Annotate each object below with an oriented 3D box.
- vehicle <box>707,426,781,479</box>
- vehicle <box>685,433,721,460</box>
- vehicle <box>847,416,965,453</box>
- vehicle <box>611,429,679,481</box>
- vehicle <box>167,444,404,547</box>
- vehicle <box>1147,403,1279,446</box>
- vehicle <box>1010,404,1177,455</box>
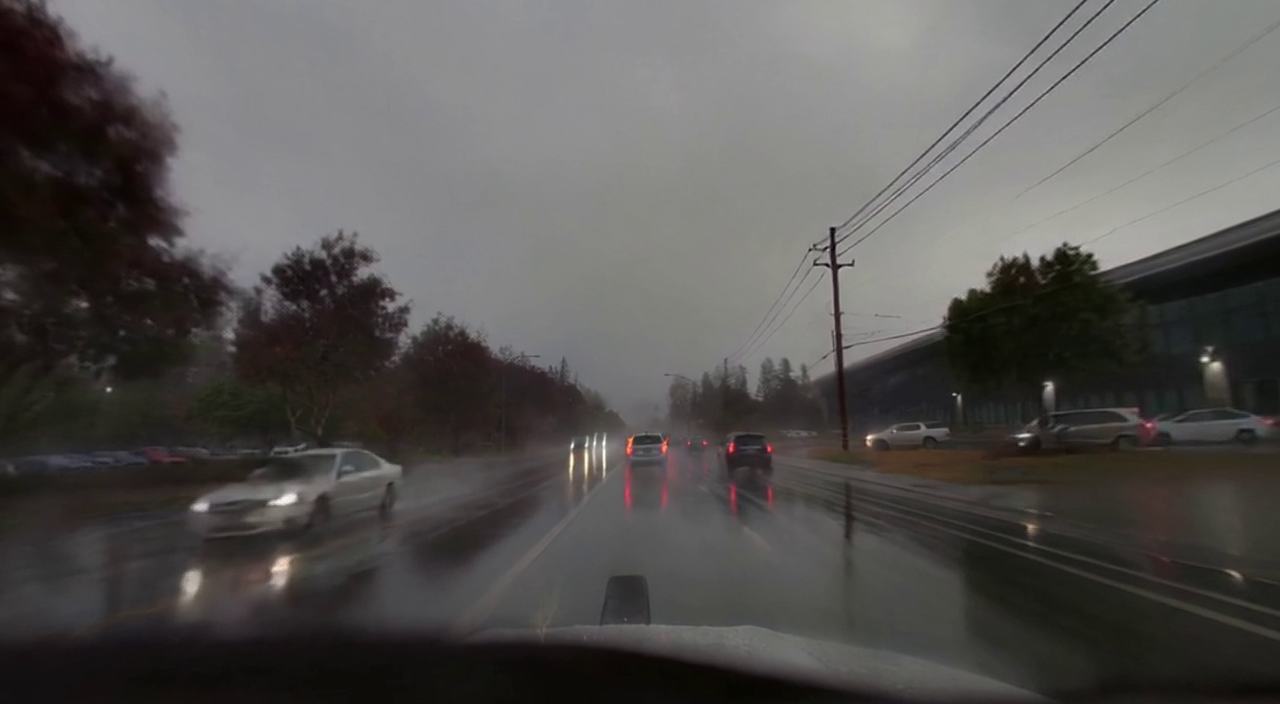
[{"bbox_3d":[3.588,3.559,22.465,1.914,1.698,4.049,0,-8,0],"label":"vehicle"},{"bbox_3d":[4.225,6.383,42.830,2.024,1.711,4.512,0,-8,0],"label":"vehicle"},{"bbox_3d":[15.225,4.749,36.199,5.731,1.720,2.822,-8,-10,31],"label":"vehicle"},{"bbox_3d":[0.186,3.625,22.347,2.200,1.653,4.127,0,-8,1],"label":"vehicle"},{"bbox_3d":[-6.263,2.525,11.880,1.947,1.541,4.280,0,-8,0],"label":"vehicle"},{"bbox_3d":[21.656,2.657,22.983,4.641,1.477,1.844,-1,-8,0],"label":"vehicle"},{"bbox_3d":[16.012,2.766,22.430,4.392,1.709,2.002,0,-8,-2],"label":"vehicle"}]
